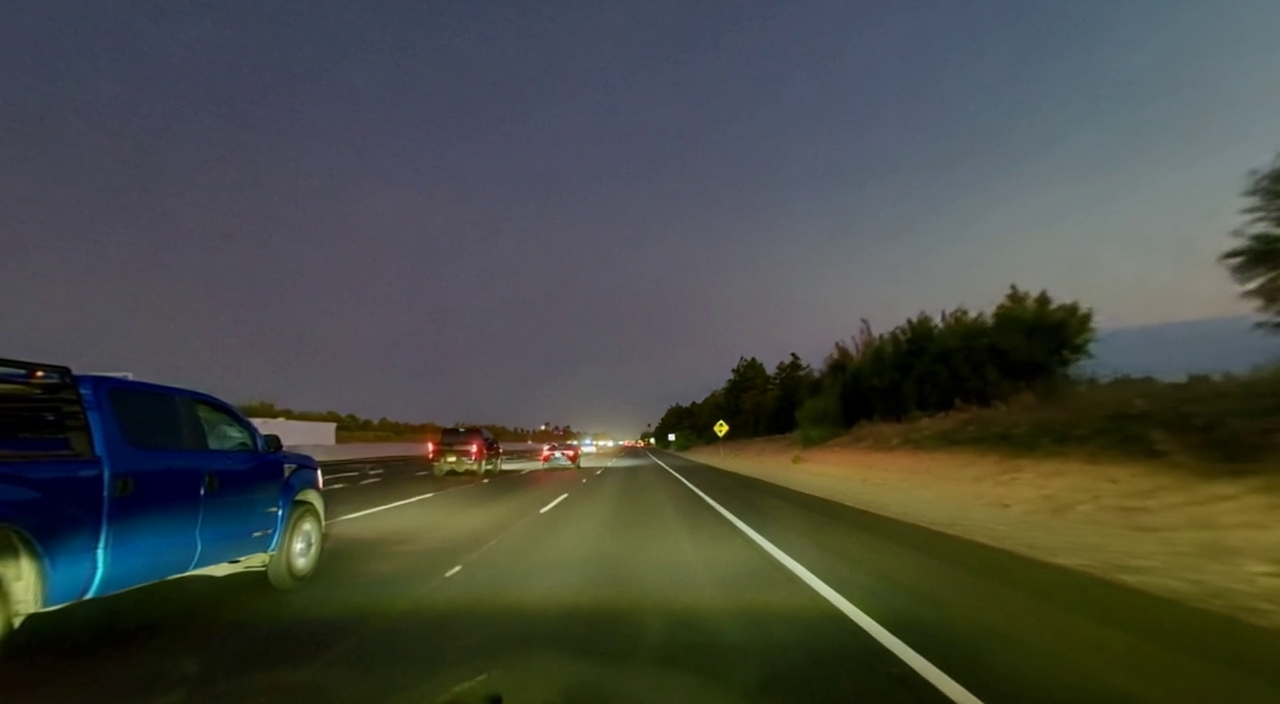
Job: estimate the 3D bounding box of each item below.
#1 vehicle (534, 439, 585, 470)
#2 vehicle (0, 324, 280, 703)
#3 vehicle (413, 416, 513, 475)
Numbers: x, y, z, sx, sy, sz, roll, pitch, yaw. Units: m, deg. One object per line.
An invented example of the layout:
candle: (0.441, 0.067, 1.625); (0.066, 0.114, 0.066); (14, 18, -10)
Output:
vehicle: (-4.152, 5.367, 33.028); (2.012, 1.509, 4.359); (0, -9, 1)
vehicle: (-4.051, 0.726, 2.506); (2.200, 1.807, 5.041); (0, -9, 1)
vehicle: (-7.556, 4.115, 27.690); (2.594, 2.254, 6.028); (0, -9, 0)
